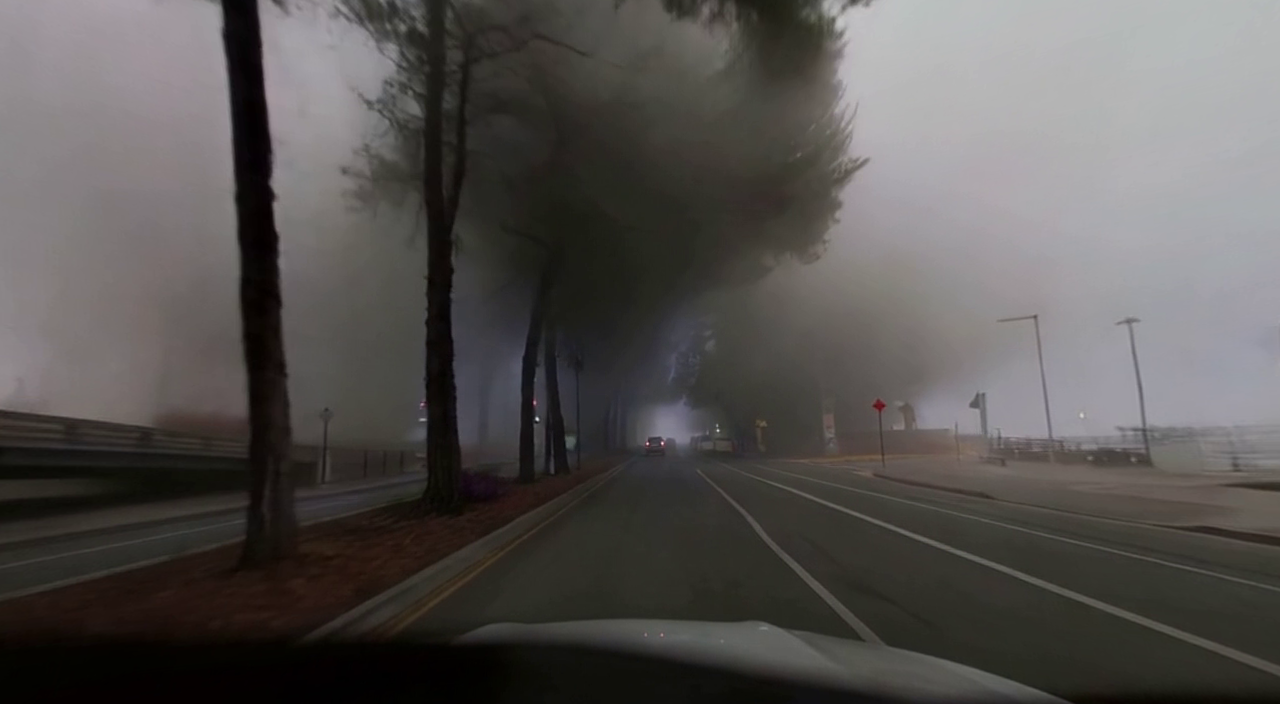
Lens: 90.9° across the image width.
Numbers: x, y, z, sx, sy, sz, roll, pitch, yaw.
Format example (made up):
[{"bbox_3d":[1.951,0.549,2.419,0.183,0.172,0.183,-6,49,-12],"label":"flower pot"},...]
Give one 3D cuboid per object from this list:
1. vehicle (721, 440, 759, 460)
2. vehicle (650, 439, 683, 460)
[{"bbox_3d":[7.485,7.388,47.726,2.035,1.435,4.481,0,-8,-1],"label":"vehicle"},{"bbox_3d":[1.942,7.161,46.359,2.280,1.475,4.051,0,-8,3],"label":"vehicle"}]
